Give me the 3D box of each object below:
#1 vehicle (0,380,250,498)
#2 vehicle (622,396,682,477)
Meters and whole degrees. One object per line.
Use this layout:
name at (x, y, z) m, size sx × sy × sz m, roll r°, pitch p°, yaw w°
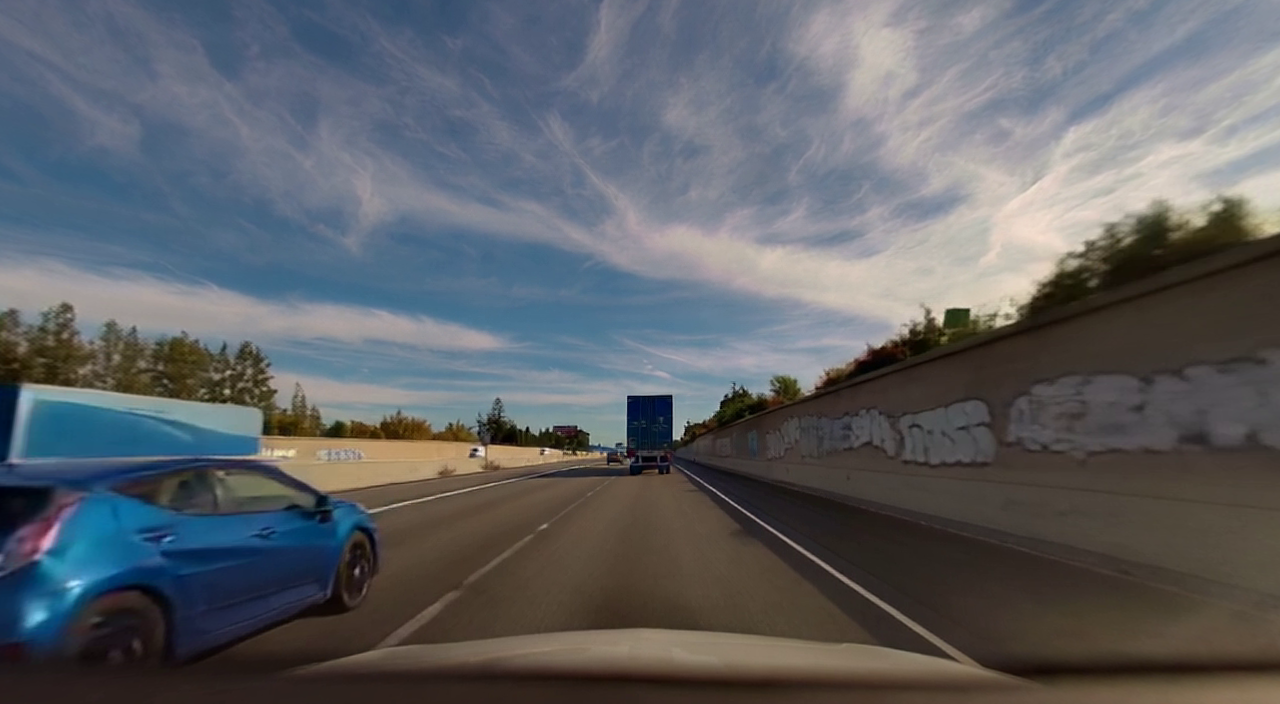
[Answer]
vehicle at (-24.057, 3.949, 27.865) m, size 2.997 × 4.110 × 16.358 m, roll 0°, pitch -9°, yaw 1°
vehicle at (0.612, 5.118, 37.295) m, size 2.997 × 4.069 × 10.871 m, roll 0°, pitch -9°, yaw 0°
